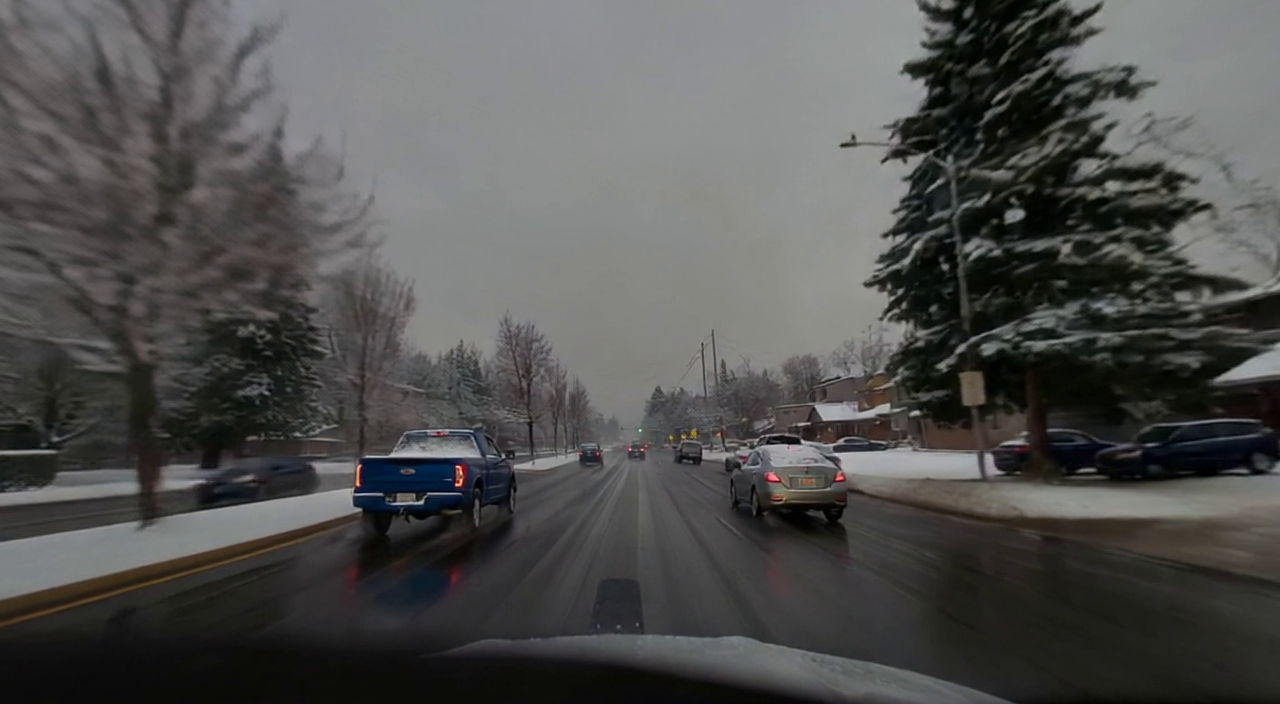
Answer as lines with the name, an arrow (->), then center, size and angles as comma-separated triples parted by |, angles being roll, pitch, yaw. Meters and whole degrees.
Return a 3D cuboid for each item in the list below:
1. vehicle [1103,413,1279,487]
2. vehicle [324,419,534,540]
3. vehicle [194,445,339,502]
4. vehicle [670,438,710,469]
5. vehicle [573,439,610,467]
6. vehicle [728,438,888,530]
vehicle -> 15.023, 2.530, 16.445 | 4.320, 1.792, 1.989 | 0, -8, -1
vehicle -> -3.537, 2.261, 11.943 | 2.111, 1.745, 5.274 | 0, -8, 0
vehicle -> -12.013, 3.899, 20.764 | 1.949, 1.624, 4.567 | 0, -8, 0
vehicle -> 3.129, 6.458, 40.379 | 2.099, 1.845, 4.363 | 0, -8, -2
vehicle -> -3.321, 7.044, 44.128 | 2.218, 1.829, 4.492 | 0, -8, 0
vehicle -> 3.033, 2.456, 12.413 | 1.884, 1.463, 4.195 | 0, -8, -2
